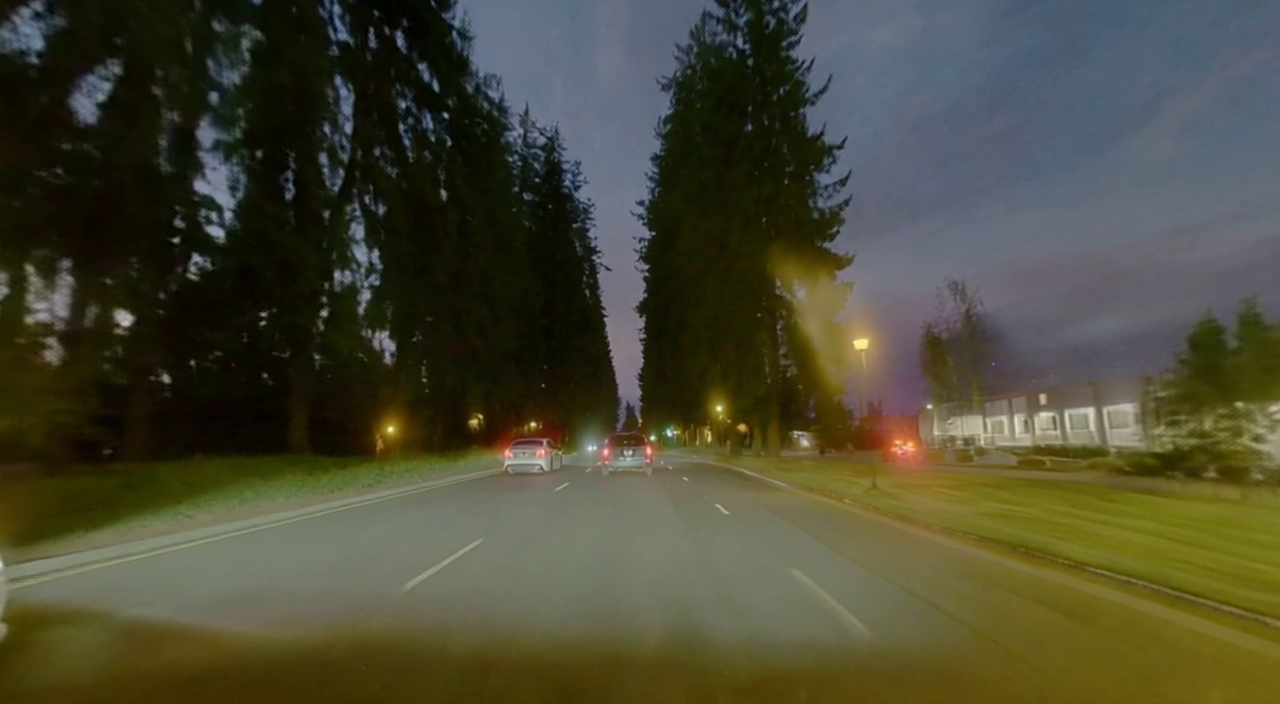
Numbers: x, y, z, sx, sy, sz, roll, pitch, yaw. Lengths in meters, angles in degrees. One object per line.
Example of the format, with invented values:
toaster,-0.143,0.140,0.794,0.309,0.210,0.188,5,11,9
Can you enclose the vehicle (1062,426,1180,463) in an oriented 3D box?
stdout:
vehicle,20.550,3.953,27.077,3.567,1.521,1.879,1,-8,-5

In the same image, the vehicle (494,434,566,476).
vehicle,-4.035,3.848,23.818,1.917,1.448,4.178,0,-8,1

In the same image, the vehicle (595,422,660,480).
vehicle,-0.419,3.340,21.532,2.018,1.769,3.897,0,-8,-1

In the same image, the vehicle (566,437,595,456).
vehicle,-4.555,7.327,49.059,1.831,1.445,3.851,0,-8,1

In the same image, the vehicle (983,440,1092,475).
vehicle,20.666,5.462,32.918,4.387,1.752,1.903,0,-8,-3
